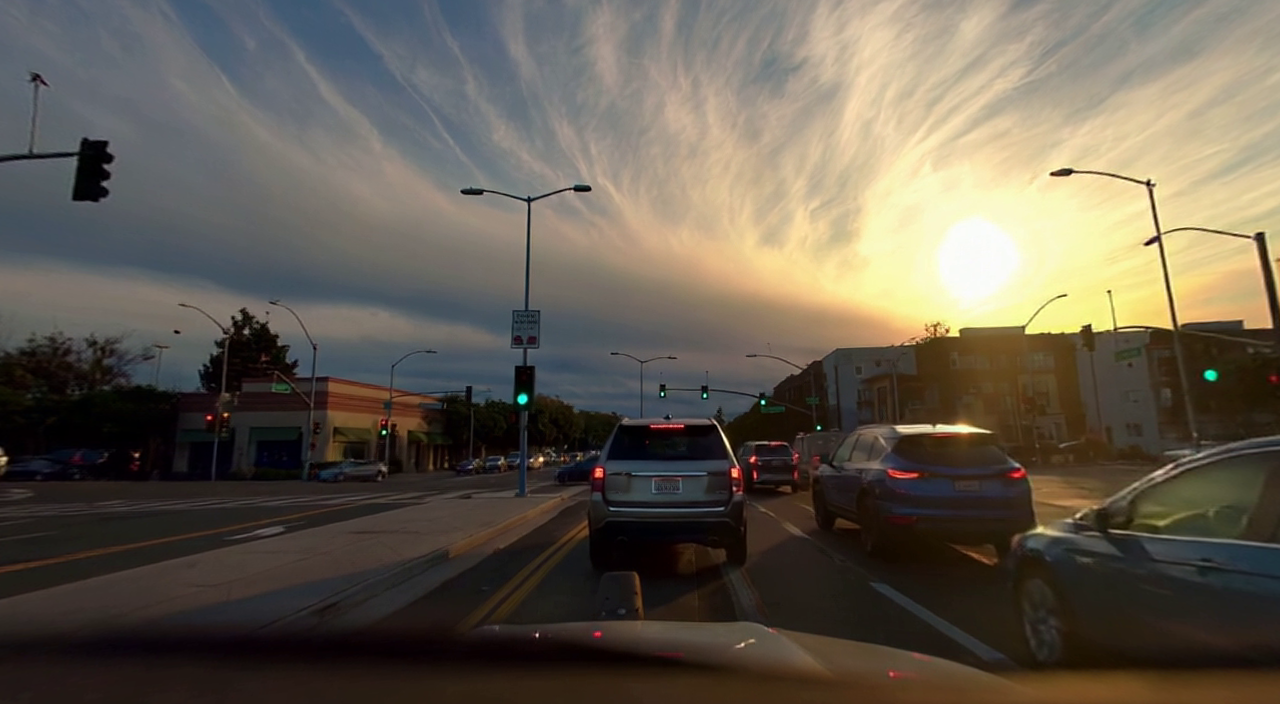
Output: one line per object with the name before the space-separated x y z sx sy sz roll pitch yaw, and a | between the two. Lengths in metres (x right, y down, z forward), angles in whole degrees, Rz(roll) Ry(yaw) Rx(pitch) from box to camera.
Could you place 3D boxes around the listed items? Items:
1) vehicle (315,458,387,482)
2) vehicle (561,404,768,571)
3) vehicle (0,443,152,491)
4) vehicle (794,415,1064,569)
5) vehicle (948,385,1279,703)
vehicle | -19.757 8.085 43.334 1.872 1.477 3.981 -6 -10 32
vehicle | 0.320 1.841 9.313 2.292 1.840 4.394 0 -9 1
vehicle | -24.671 4.937 27.375 5.062 1.946 2.243 0 -9 -1
vehicle | 3.747 1.894 9.258 2.018 1.701 4.288 0 -9 2
vehicle | 3.230 0.889 2.228 2.056 1.516 4.776 0 -9 3
